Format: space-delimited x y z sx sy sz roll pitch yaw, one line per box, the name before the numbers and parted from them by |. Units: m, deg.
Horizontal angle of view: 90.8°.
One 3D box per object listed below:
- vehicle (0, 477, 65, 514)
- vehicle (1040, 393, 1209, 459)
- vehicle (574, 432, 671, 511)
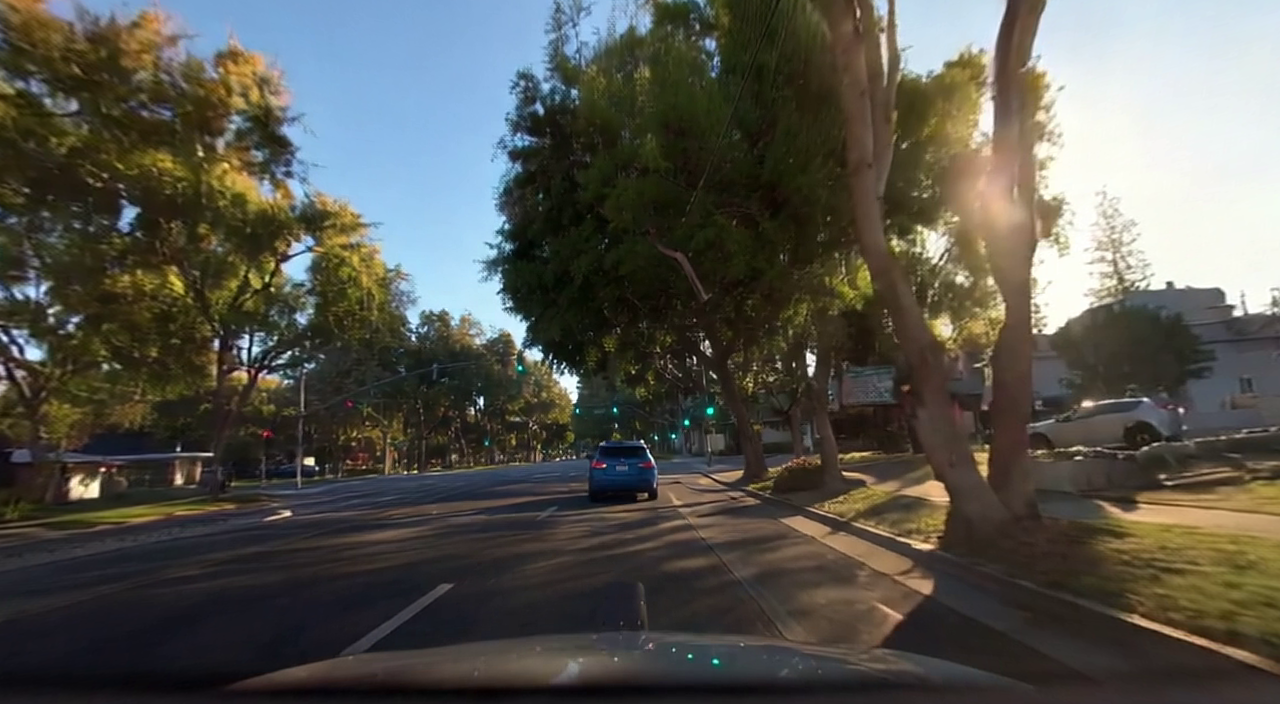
vehicle | -28.585 6.530 28.599 1.771 1.435 4.144 -6 -9 -10
vehicle | 16.355 2.611 21.785 2.039 1.990 5.111 -1 -8 5
vehicle | -0.396 2.941 15.957 2.136 1.703 3.910 0 -9 0
